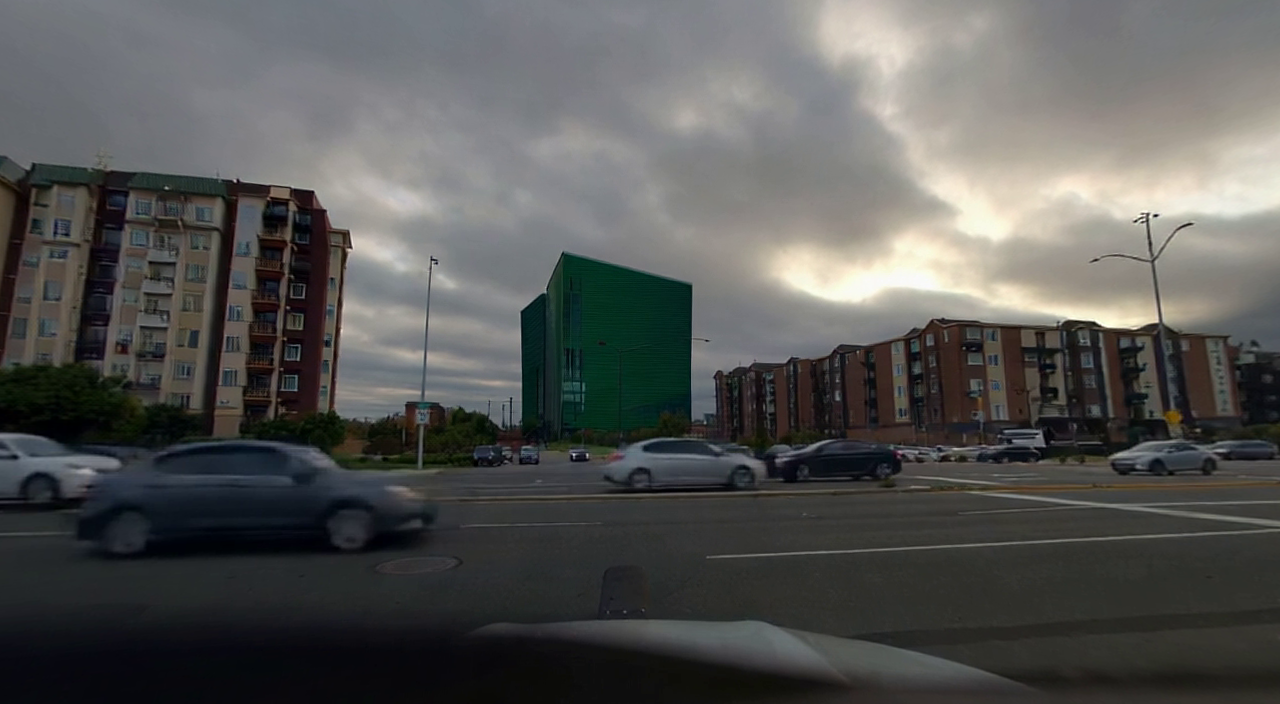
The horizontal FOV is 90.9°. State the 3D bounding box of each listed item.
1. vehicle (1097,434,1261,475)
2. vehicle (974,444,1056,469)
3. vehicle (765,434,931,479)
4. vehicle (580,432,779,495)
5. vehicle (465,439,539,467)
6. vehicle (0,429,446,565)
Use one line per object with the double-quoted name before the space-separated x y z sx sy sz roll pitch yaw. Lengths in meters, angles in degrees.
"vehicle" 20.631 3.918 24.211 4.921 1.453 1.894 1 -9 -8
"vehicle" 25.285 7.042 42.549 4.604 1.600 1.875 2 -9 -11
"vehicle" 7.347 3.698 22.466 5.371 1.488 1.763 1 -9 -10
"vehicle" 0.923 2.850 16.375 4.818 1.470 1.989 1 -9 -9
"vehicle" -10.173 7.463 46.560 4.920 1.956 1.865 -2 -9 15
"vehicle" -5.244 1.849 8.579 4.685 1.528 2.014 1 -9 -9
